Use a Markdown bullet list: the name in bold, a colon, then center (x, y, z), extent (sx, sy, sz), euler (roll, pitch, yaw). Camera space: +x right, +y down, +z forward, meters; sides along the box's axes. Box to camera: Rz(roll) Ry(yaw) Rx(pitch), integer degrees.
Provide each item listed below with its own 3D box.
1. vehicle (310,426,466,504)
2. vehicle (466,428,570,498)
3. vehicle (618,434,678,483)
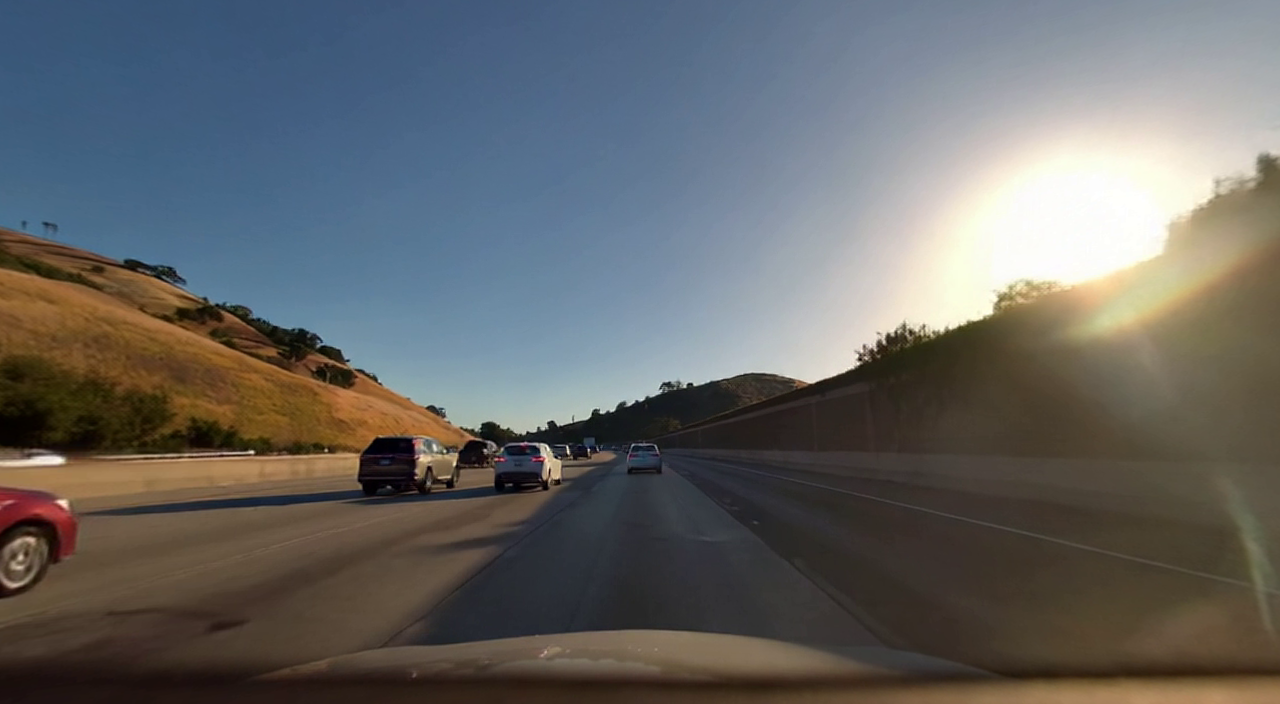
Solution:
- **vehicle**: center (-6.808, 3.111, 17.839), extent (2.108, 1.856, 5.214), euler (0, -9, 2)
- **vehicle**: center (-3.423, 3.236, 18.742), extent (2.093, 1.820, 4.506), euler (0, -9, 1)
- **vehicle**: center (0.286, 4.312, 25.824), extent (2.233, 1.804, 4.273), euler (0, -9, 0)
